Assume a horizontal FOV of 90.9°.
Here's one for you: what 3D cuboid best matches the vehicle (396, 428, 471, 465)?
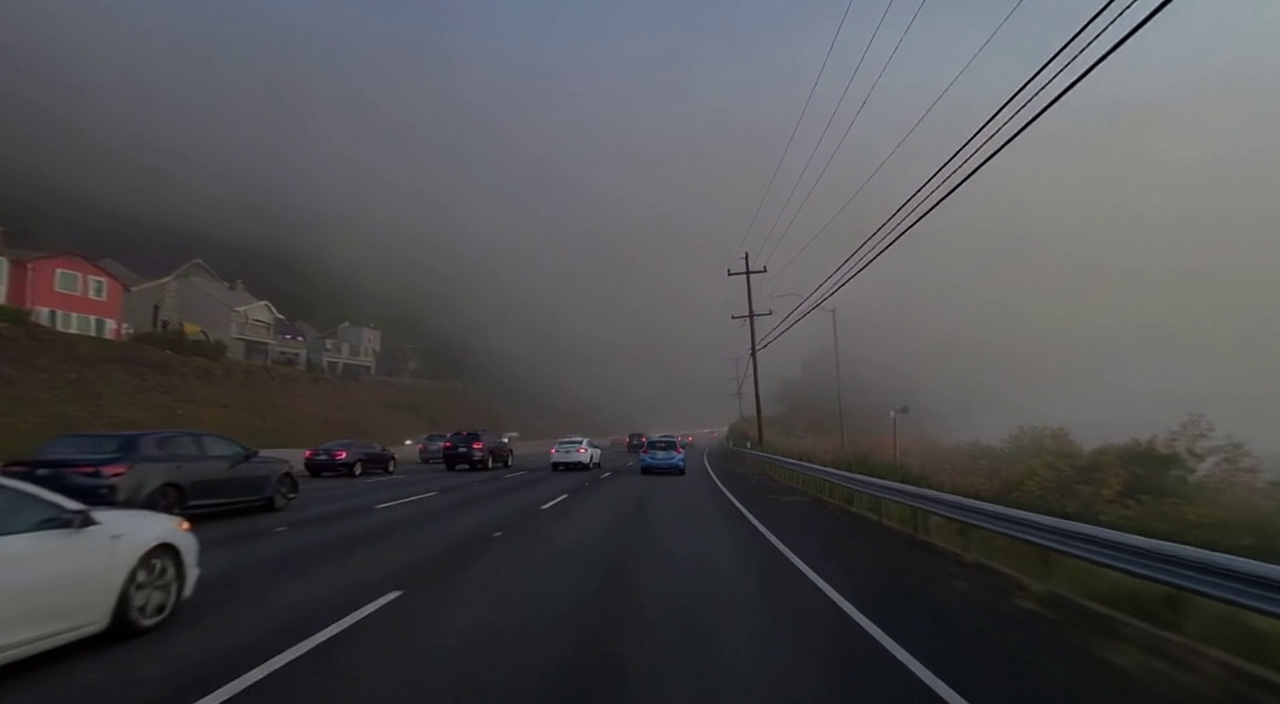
[{"bbox_3d":[-11.755,5.443,36.357,2.105,1.971,4.868,-1,-8,8],"label":"vehicle"}]

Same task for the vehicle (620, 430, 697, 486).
[{"bbox_3d":[0.611,3.194,19.231,2.109,1.495,3.935,-1,-8,3],"label":"vehicle"}]

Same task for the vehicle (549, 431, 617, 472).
[{"bbox_3d":[-2.378,4.335,27.726,2.121,1.639,4.383,-1,-8,6],"label":"vehicle"}]

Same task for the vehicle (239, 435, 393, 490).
[{"bbox_3d":[-9.623,3.304,19.243,1.959,1.469,4.450,-1,-8,7],"label":"vehicle"}]

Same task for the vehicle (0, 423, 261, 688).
[{"bbox_3d":[-4.599,1.134,3.453,1.956,1.478,4.789,0,-8,2],"label":"vehicle"}]

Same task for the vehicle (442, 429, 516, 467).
[{"bbox_3d":[-8.191,4.941,32.541,2.080,1.833,4.461,-1,-8,9],"label":"vehicle"}]
